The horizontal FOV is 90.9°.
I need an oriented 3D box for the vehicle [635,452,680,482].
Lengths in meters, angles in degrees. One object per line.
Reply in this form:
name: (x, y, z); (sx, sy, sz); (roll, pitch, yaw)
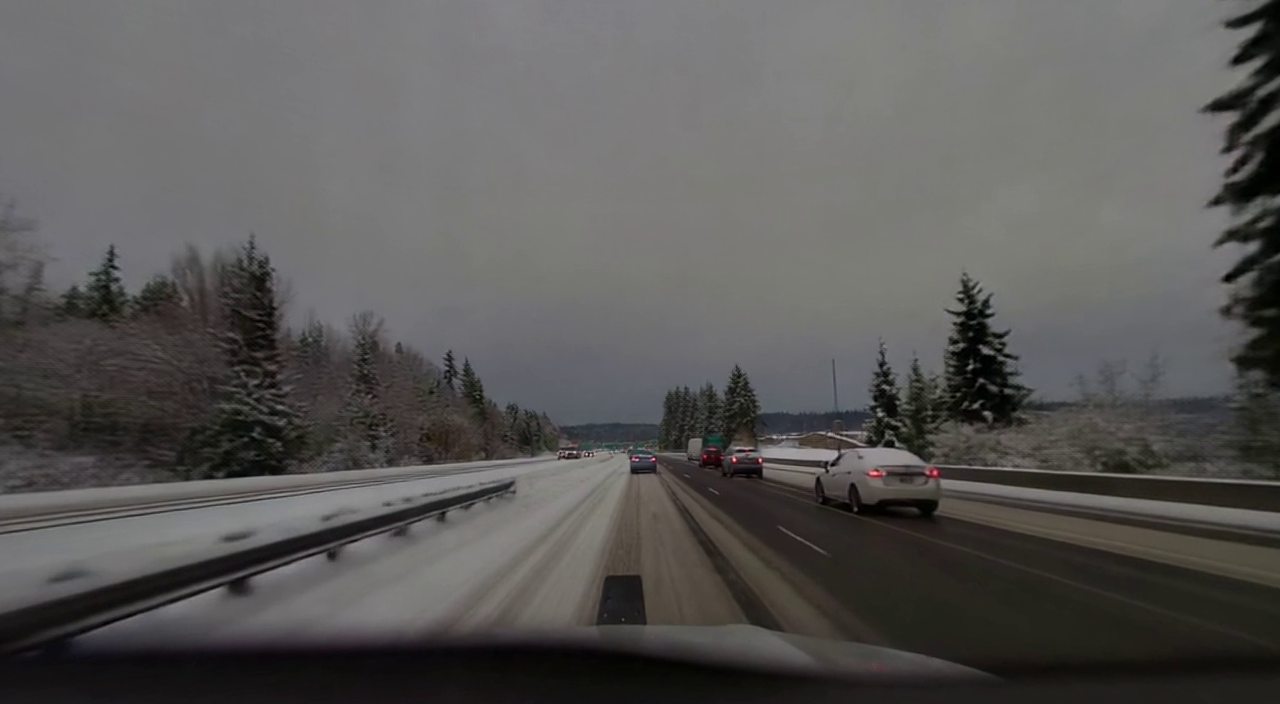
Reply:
vehicle: (0.778, 5.426, 30.026); (2.012, 1.320, 3.777); (0, -9, 0)

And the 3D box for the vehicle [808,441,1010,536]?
vehicle: (4.854, 2.515, 12.264); (1.827, 1.462, 4.697); (0, -9, 0)

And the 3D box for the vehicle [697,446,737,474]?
vehicle: (4.835, 6.856, 40.090); (1.969, 1.639, 4.472); (0, -9, 0)

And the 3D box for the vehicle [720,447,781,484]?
vehicle: (4.799, 4.994, 27.901); (1.952, 1.495, 3.740); (0, -9, -1)
